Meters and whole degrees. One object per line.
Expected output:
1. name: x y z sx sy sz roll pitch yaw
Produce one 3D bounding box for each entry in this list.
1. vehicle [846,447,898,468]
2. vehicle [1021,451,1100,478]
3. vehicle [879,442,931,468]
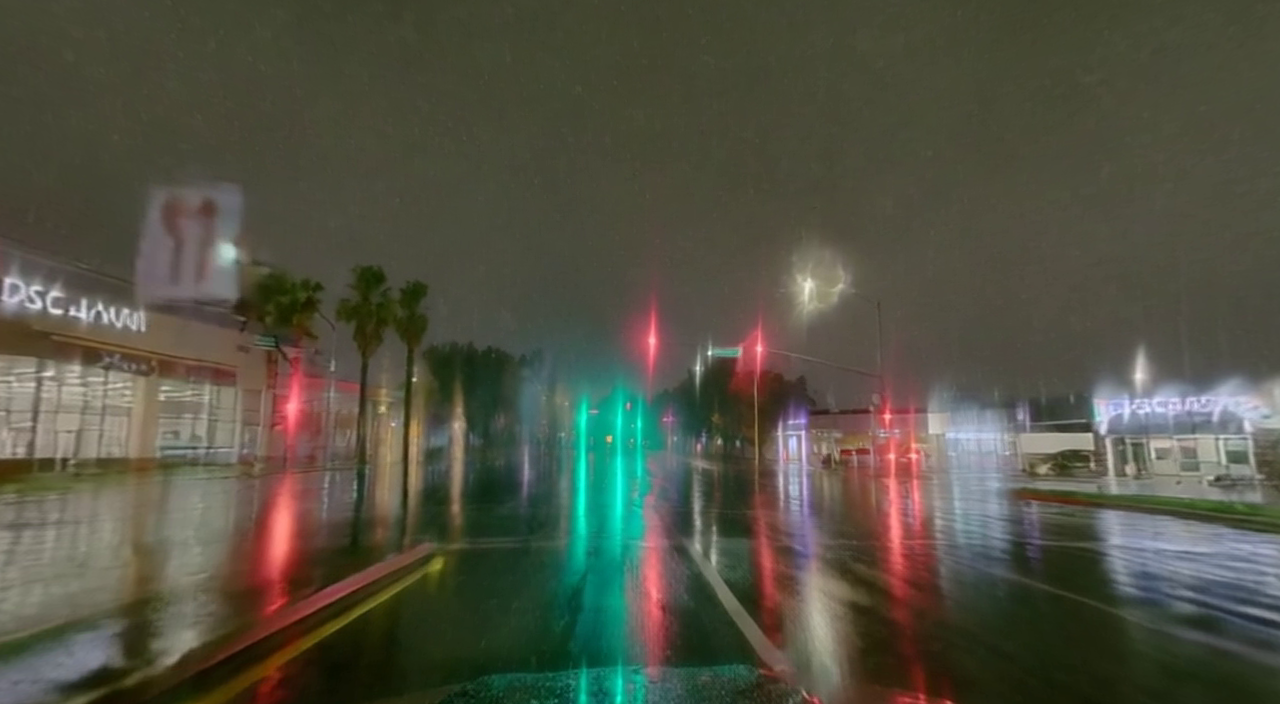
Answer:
1. vehicle: 18.023 8.201 49.286 2.073 1.519 4.429 1 -8 -5
2. vehicle: 26.764 7.145 40.417 1.929 1.613 4.530 0 -8 0
3. vehicle: 20.491 7.988 49.059 2.087 1.868 4.004 1 -8 -3
